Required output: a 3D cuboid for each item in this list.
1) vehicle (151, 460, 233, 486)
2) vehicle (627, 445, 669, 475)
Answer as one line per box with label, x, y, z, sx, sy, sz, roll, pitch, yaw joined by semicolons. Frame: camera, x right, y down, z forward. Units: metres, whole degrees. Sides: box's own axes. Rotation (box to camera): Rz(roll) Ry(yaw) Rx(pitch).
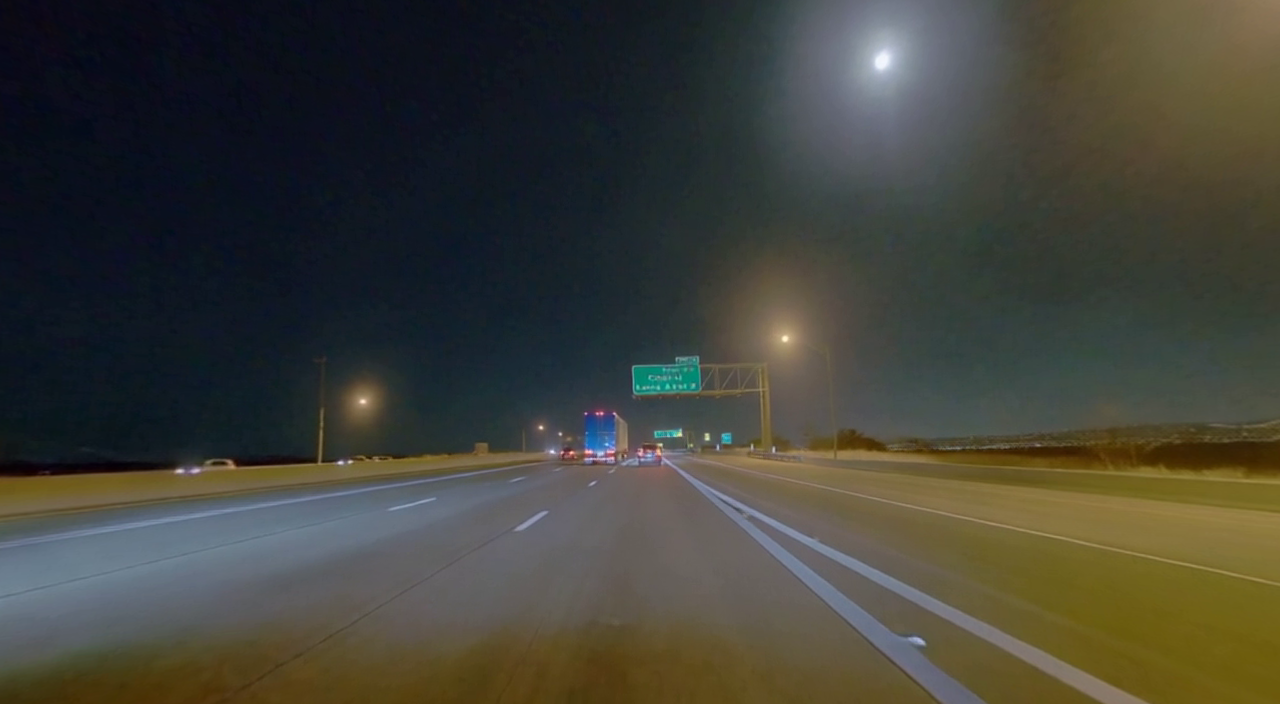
vehicle;-31.046;8.355;43.839;1.997;1.578;4.861;0;-9;1
vehicle;0.367;5.662;33.282;2.066;1.469;4.050;0;-9;-1
